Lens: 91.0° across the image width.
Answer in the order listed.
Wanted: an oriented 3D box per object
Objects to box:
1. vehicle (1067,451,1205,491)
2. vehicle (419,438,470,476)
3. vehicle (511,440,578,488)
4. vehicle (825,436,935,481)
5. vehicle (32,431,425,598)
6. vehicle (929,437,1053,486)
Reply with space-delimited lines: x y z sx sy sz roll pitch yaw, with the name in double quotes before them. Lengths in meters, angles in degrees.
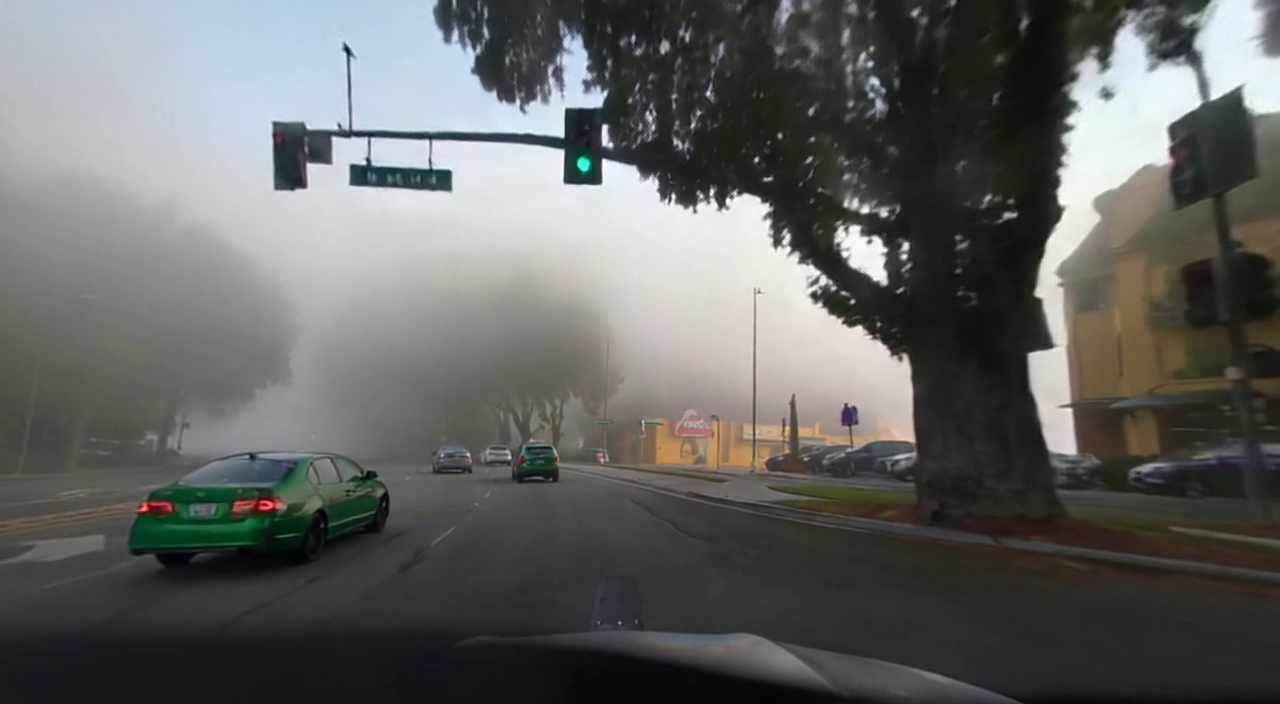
"vehicle" 18.527 4.435 23.611 3.800 1.369 1.759 1 -8 -5
"vehicle" -8.883 4.768 28.889 2.042 1.593 3.956 2 -9 -15
"vehicle" -3.417 3.823 21.880 2.001 1.483 4.442 2 -9 -12
"vehicle" 8.729 3.913 23.428 1.919 1.489 4.889 0 -8 -4
"vehicle" -4.559 1.831 8.206 2.105 1.477 4.857 0 -8 -4
"vehicle" 11.534 3.613 21.032 1.762 1.453 3.976 0 -8 -2
